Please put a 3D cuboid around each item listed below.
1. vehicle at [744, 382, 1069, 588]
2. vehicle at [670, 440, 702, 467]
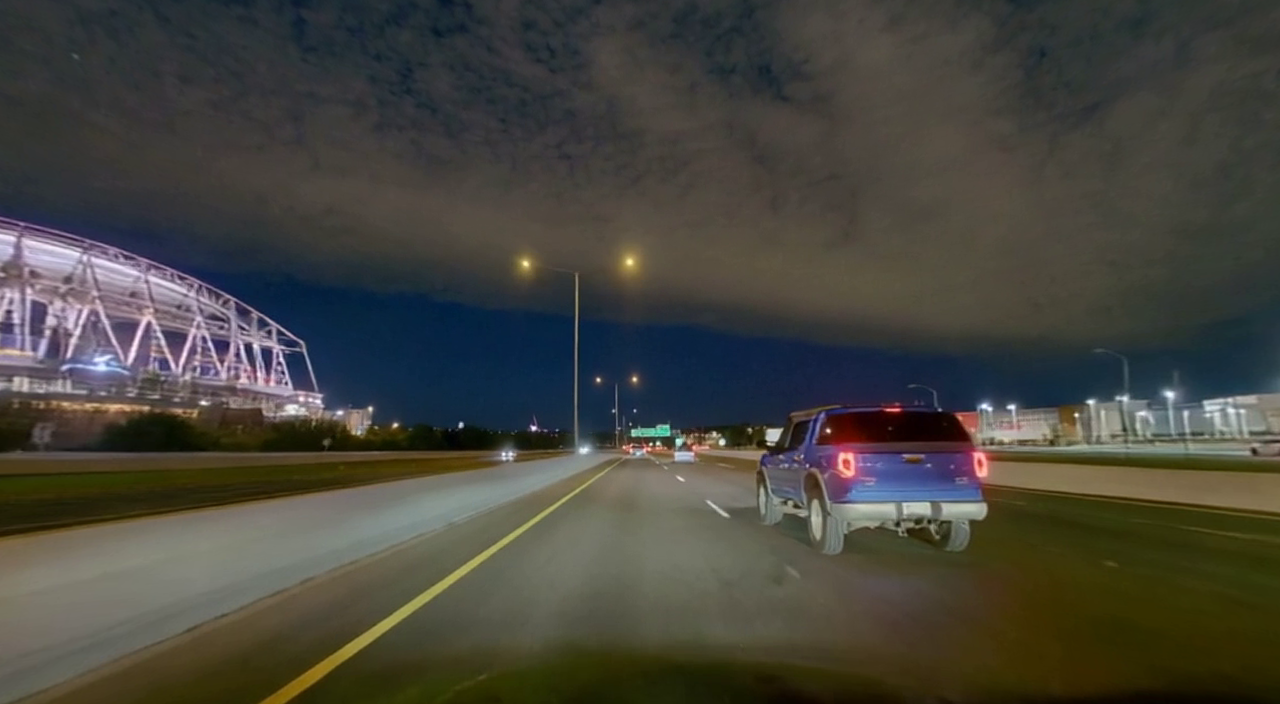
[{"bbox_3d":[3.018,1.660,8.720,2.199,2.002,4.970,0,-9,-1],"label":"vehicle"},{"bbox_3d":[3.243,7.295,45.519,1.973,1.774,4.092,0,-9,-1],"label":"vehicle"}]
